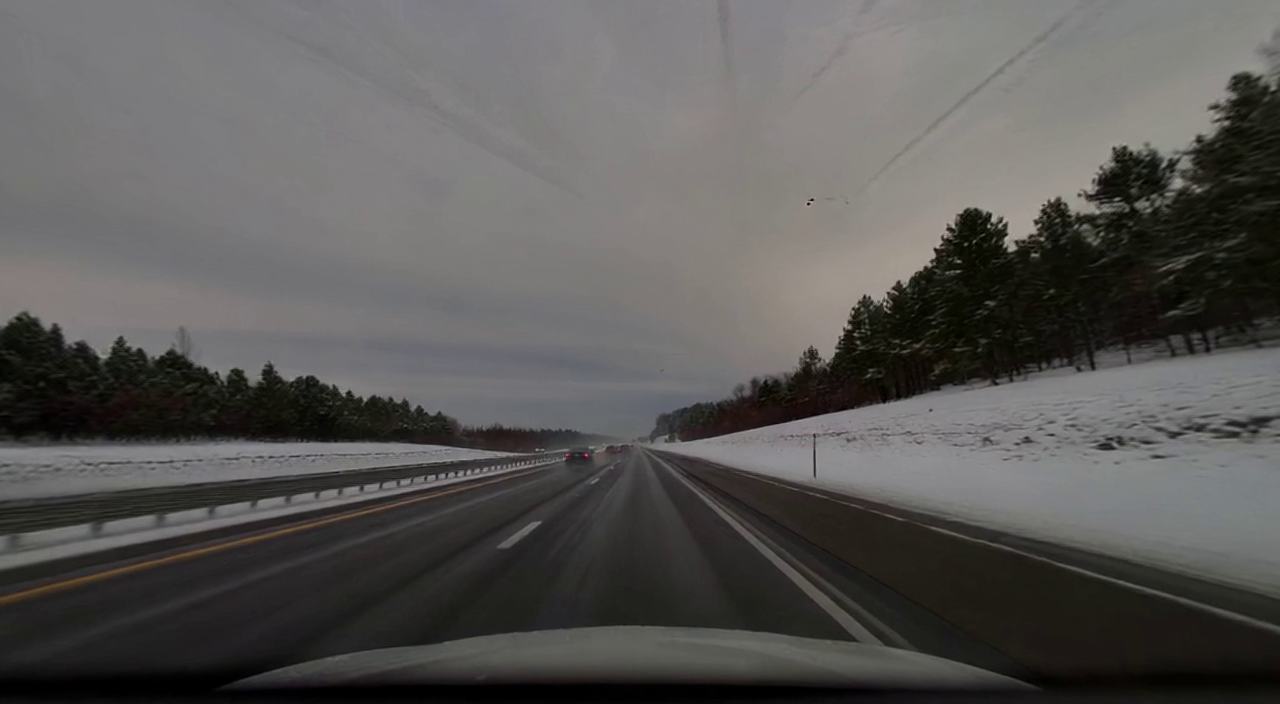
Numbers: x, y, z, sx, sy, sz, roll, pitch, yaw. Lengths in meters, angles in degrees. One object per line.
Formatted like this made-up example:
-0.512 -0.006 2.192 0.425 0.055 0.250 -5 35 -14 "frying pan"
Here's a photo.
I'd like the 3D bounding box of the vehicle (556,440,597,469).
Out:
-3.973 6.539 40.257 2.132 1.701 4.303 0 -9 0 "vehicle"
